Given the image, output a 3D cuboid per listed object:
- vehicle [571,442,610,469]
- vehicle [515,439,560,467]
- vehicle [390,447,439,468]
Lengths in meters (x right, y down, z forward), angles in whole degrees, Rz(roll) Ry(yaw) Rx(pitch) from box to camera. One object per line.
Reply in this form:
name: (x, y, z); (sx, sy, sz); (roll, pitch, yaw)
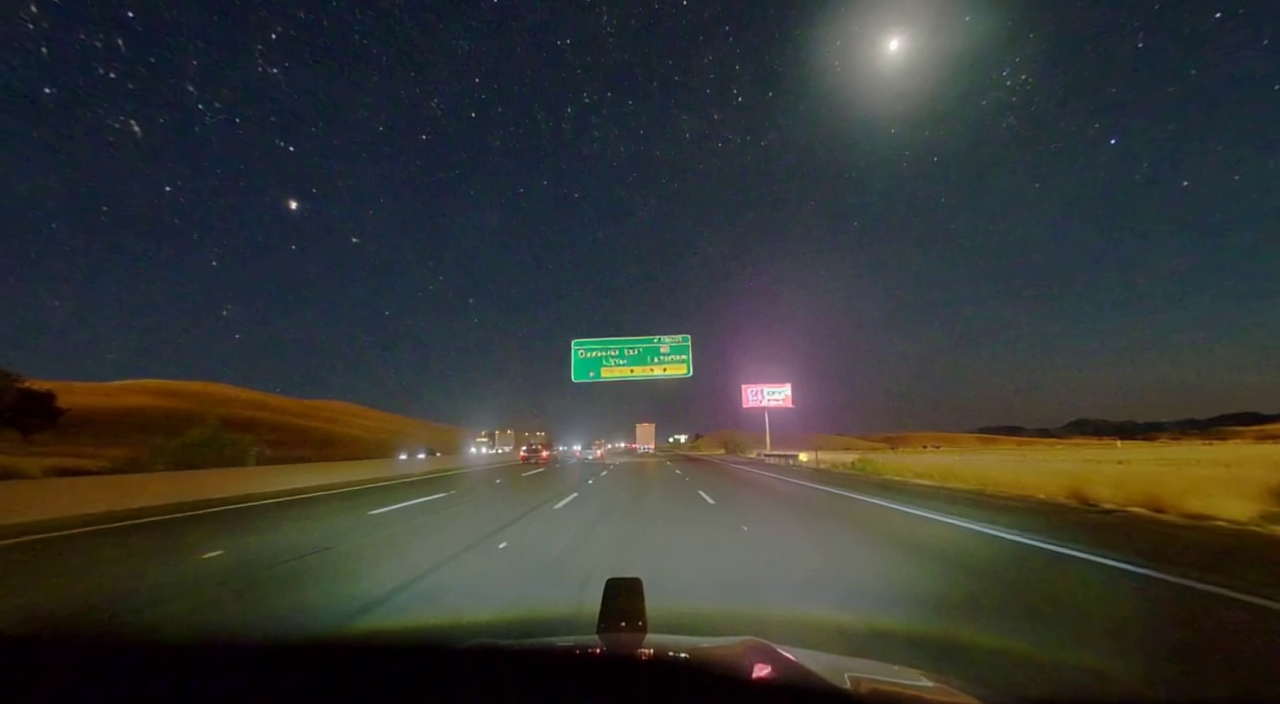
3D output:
vehicle: (-2.965, 6.351, 38.998); (2.042, 1.532, 4.396); (0, -8, 0)
vehicle: (-6.645, 6.593, 41.429); (2.062, 1.708, 4.458); (0, -8, 1)
vehicle: (-17.075, 7.985, 47.999); (1.949, 1.507, 4.826); (0, -8, 1)
